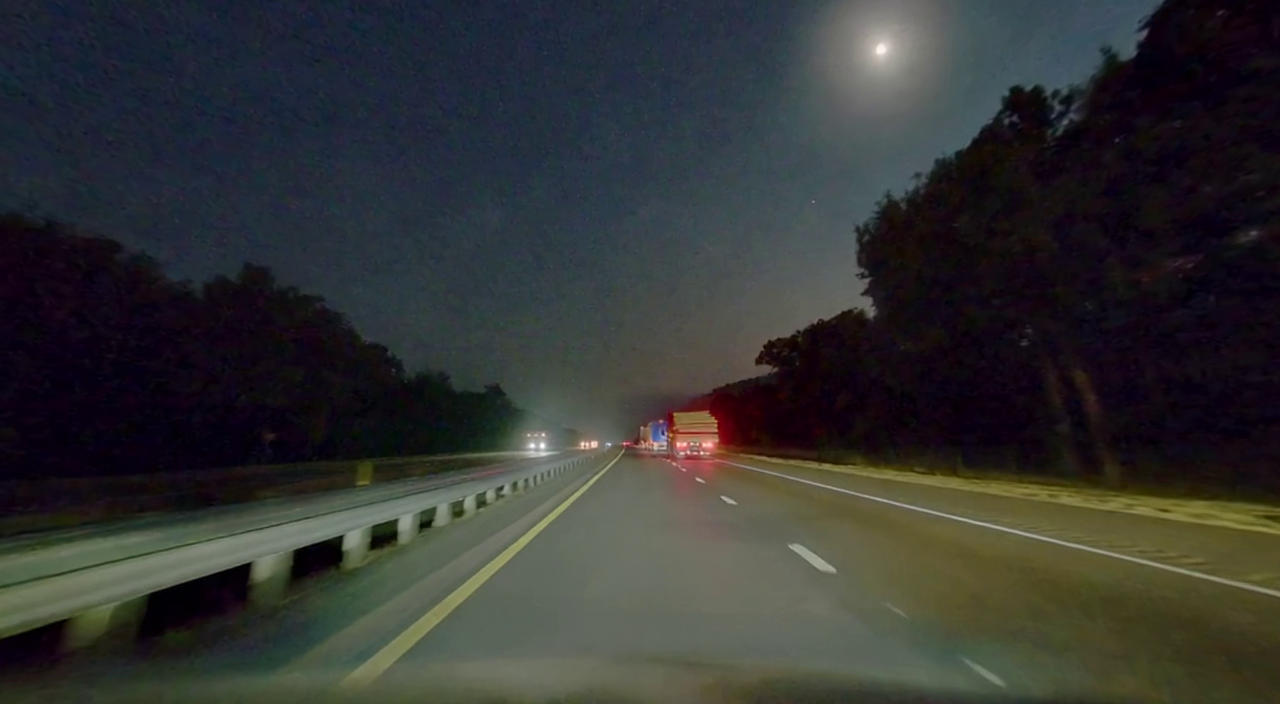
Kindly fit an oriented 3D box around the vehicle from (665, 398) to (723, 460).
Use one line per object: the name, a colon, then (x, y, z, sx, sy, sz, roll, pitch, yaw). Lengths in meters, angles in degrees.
vehicle: (3.863, 6.135, 48.571, 3.024, 4.065, 13.796, 0, -8, -1)
